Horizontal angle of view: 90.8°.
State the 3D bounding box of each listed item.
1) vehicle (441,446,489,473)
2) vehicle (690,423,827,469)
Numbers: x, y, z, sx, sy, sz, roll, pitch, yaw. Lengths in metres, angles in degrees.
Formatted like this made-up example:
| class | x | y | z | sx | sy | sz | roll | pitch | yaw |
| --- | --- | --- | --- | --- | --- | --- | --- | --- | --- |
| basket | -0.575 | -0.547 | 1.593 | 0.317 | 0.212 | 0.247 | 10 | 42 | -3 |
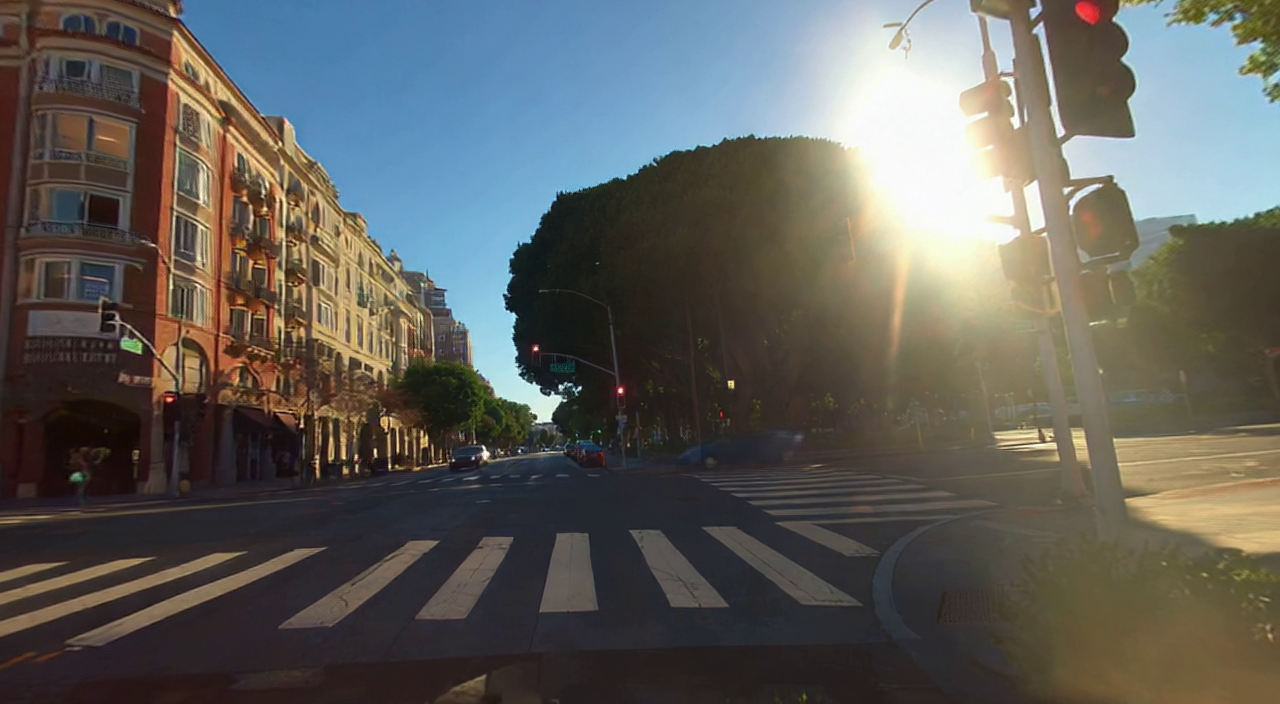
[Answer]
| class | x | y | z | sx | sy | sz | roll | pitch | yaw |
| --- | --- | --- | --- | --- | --- | --- | --- | --- | --- |
| vehicle | -10.503 | 6.461 | 38.154 | 2.196 | 1.503 | 4.371 | 1 | -9 | -8 |
| vehicle | 4.371 | 3.526 | 23.764 | 4.626 | 1.636 | 2.004 | 1 | -9 | -10 |
